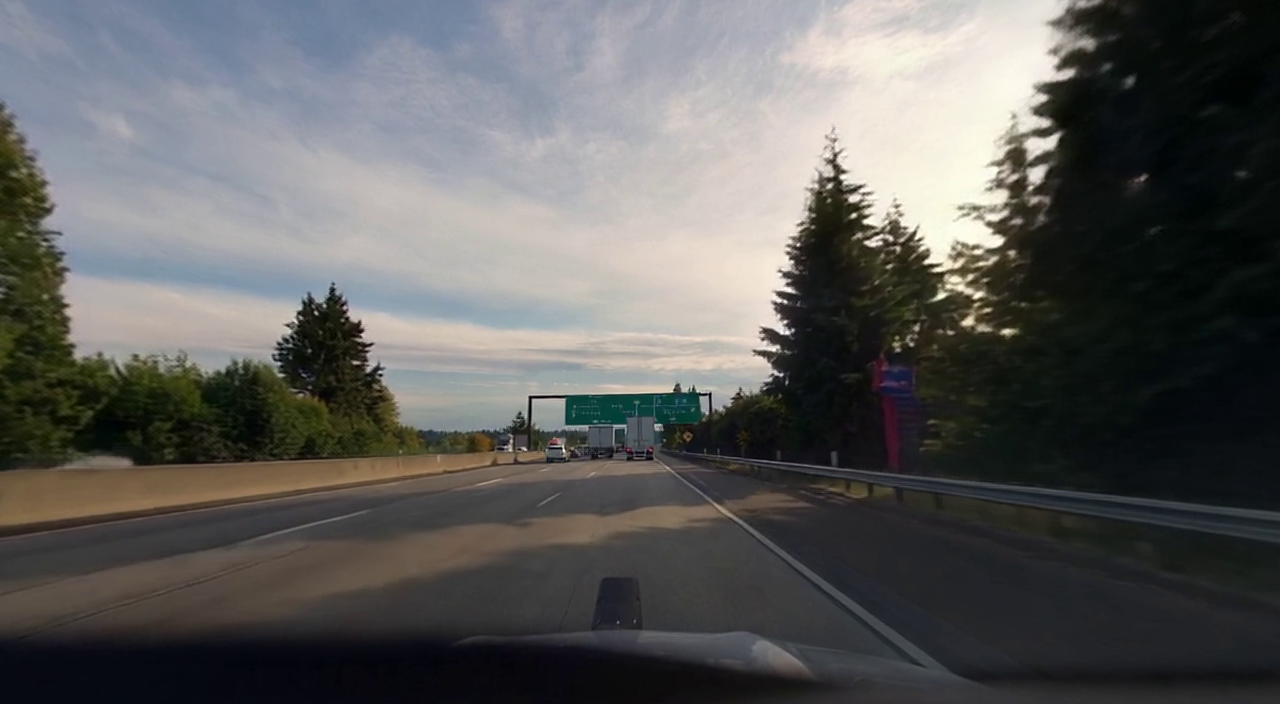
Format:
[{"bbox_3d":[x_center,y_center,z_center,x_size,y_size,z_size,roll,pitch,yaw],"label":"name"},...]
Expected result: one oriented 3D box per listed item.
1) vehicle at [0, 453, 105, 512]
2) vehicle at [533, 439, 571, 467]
[{"bbox_3d":[-18.934,3.823,18.516,1.976,1.575,5.075,0,-8,0],"label":"vehicle"},{"bbox_3d":[-6.156,7.053,44.418,2.127,1.839,4.984,0,-8,-2],"label":"vehicle"}]
